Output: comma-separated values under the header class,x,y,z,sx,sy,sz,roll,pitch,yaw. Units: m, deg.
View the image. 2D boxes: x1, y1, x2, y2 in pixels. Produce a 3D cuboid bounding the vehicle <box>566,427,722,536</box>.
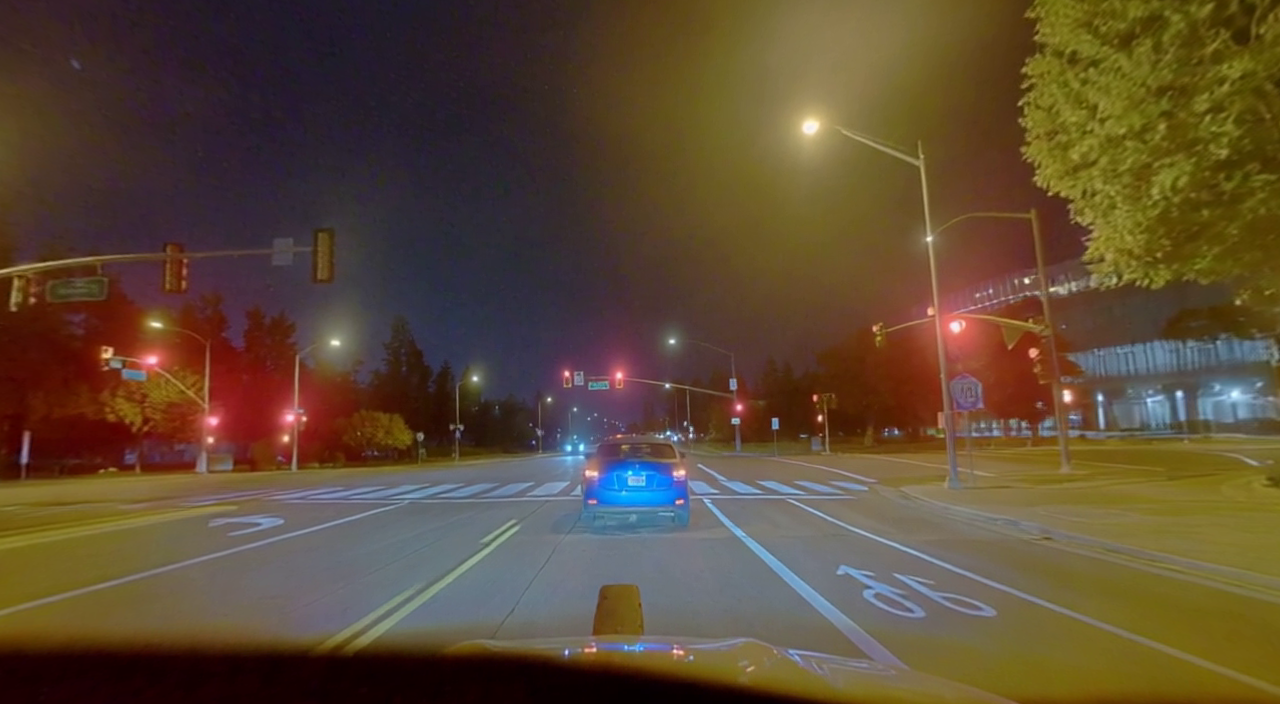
class,x,y,z,sx,sy,sz,roll,pitch,yaw
vehicle,0.010,2.056,10.606,2.107,1.470,3.974,0,-9,-1
